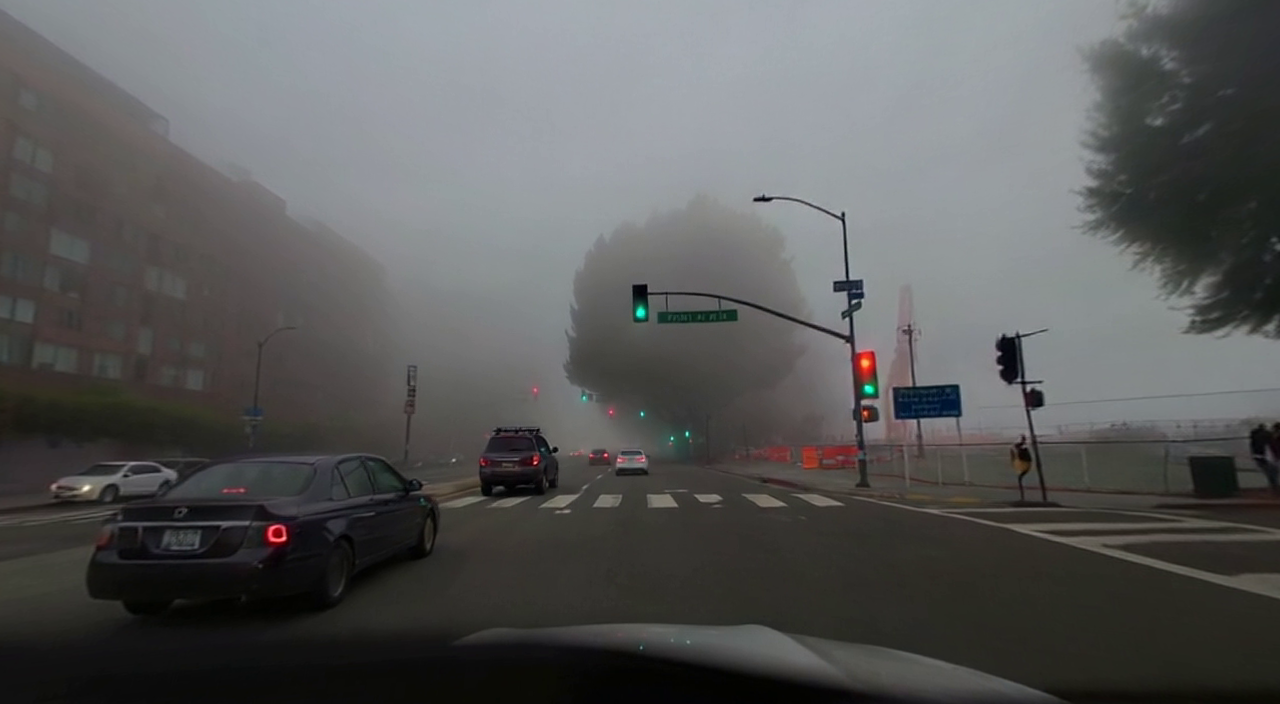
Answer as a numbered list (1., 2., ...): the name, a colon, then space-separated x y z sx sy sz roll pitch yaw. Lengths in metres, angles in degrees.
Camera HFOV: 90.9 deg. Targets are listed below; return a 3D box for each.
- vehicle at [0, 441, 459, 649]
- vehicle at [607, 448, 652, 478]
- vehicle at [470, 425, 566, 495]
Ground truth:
1. vehicle: -3.549 1.670 6.650 1.959 1.406 4.527 0 -9 -1
2. vehicle: -0.558 5.609 32.224 2.171 1.422 4.146 0 -9 -1
3. vehicle: -3.865 3.535 20.925 2.240 2.054 4.662 0 -9 0
